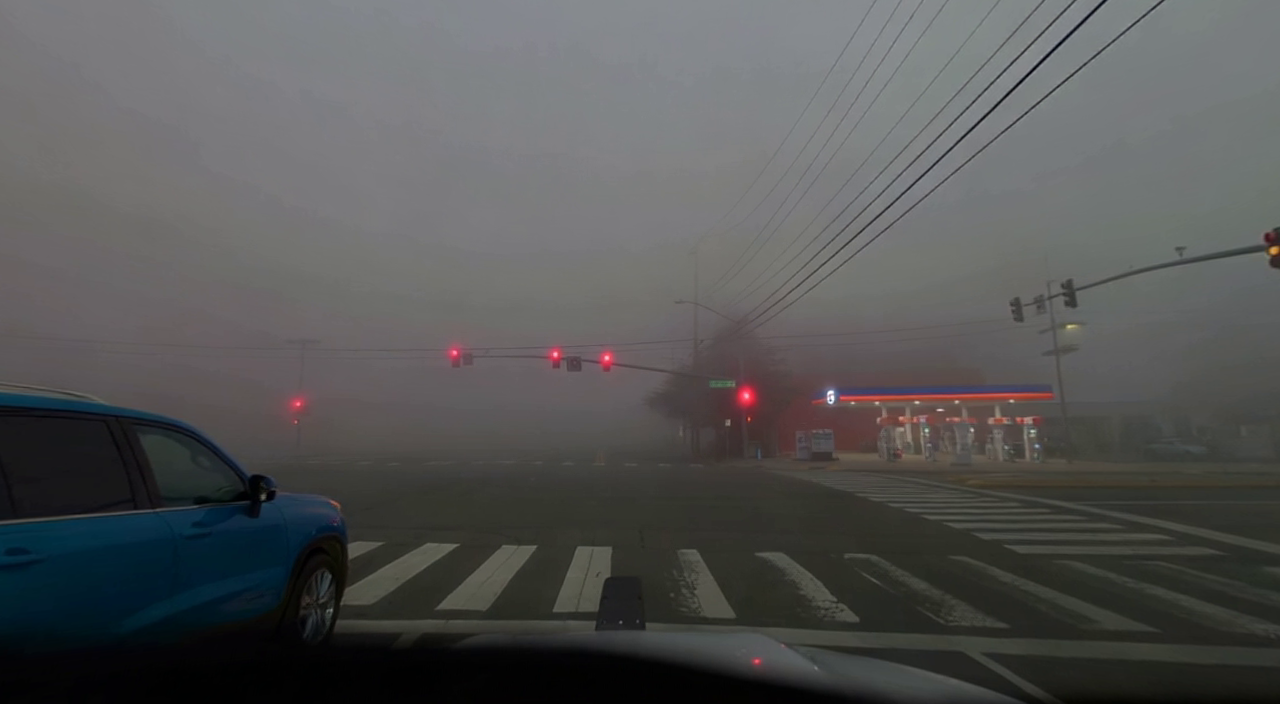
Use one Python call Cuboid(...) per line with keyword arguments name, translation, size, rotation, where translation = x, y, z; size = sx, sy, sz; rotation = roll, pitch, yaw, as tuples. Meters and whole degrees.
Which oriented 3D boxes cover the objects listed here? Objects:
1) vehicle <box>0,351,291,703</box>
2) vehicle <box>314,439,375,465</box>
Cuboid(name="vehicle", translation=(-3.441, 0.802, 2.037), size=(2.053, 1.690, 4.364), rotation=(0, -9, 1))
Cuboid(name="vehicle", translation=(-20.487, 6.922, 43.832), size=(2.004, 1.699, 4.486), rotation=(0, -9, 0))
